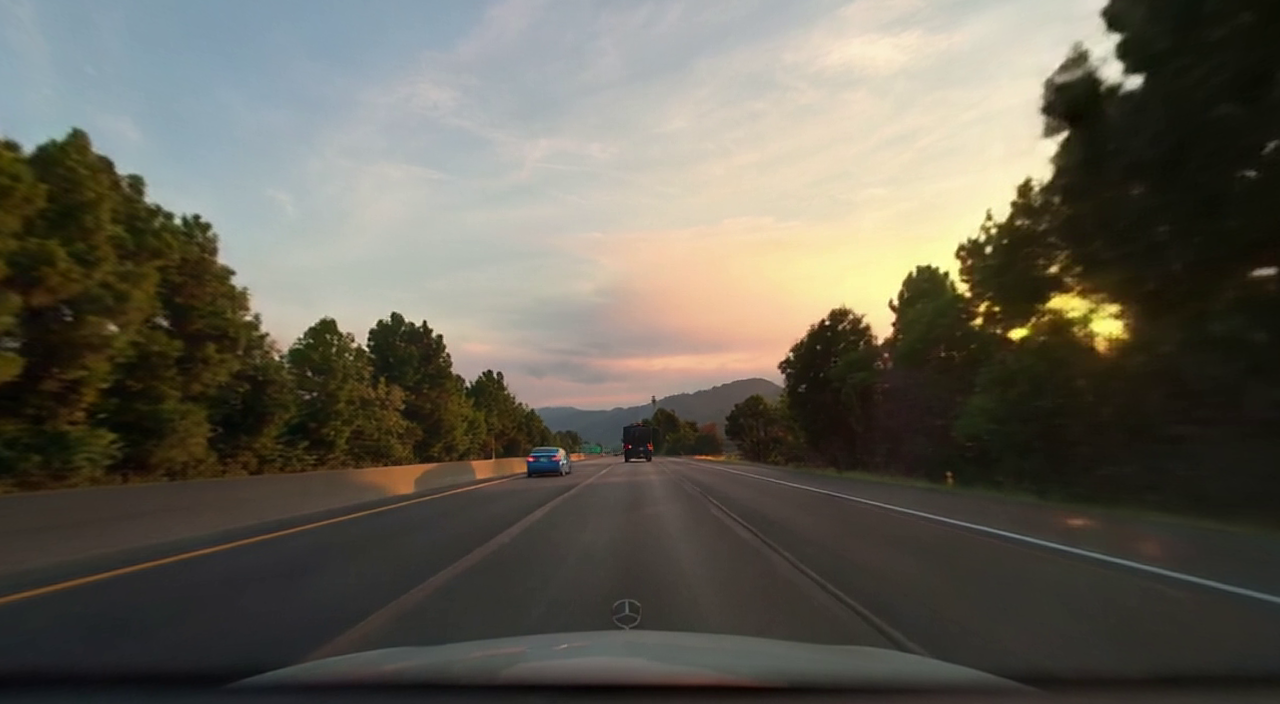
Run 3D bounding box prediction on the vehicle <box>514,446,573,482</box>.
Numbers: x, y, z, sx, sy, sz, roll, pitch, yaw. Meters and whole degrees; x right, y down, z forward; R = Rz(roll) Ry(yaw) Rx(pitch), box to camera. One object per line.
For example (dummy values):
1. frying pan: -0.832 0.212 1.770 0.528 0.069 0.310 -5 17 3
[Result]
1. vehicle: -4.277 5.031 28.669 1.916 1.506 4.476 0 -9 1
